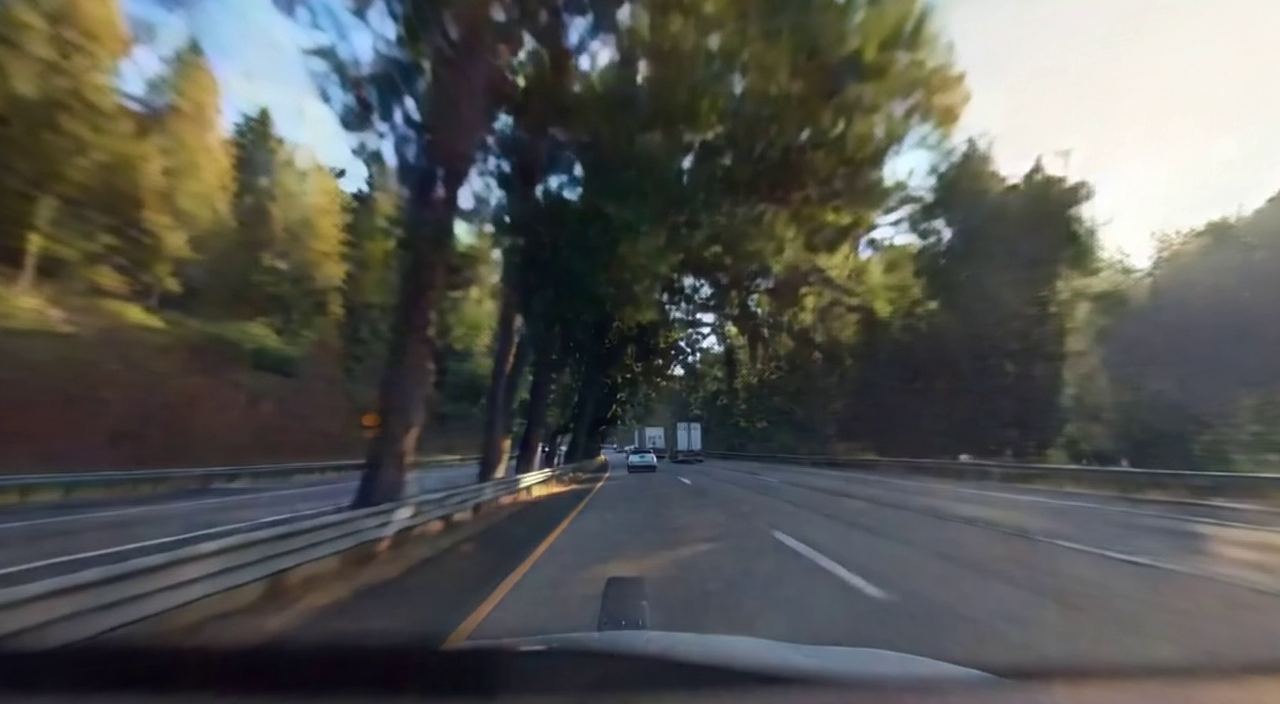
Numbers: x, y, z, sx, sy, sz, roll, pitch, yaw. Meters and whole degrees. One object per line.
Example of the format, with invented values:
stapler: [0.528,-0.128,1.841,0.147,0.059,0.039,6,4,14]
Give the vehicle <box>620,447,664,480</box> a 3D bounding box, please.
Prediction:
vehicle: [0.076,5.481,31.338,2.069,1.523,4.012,0,-9,0]
